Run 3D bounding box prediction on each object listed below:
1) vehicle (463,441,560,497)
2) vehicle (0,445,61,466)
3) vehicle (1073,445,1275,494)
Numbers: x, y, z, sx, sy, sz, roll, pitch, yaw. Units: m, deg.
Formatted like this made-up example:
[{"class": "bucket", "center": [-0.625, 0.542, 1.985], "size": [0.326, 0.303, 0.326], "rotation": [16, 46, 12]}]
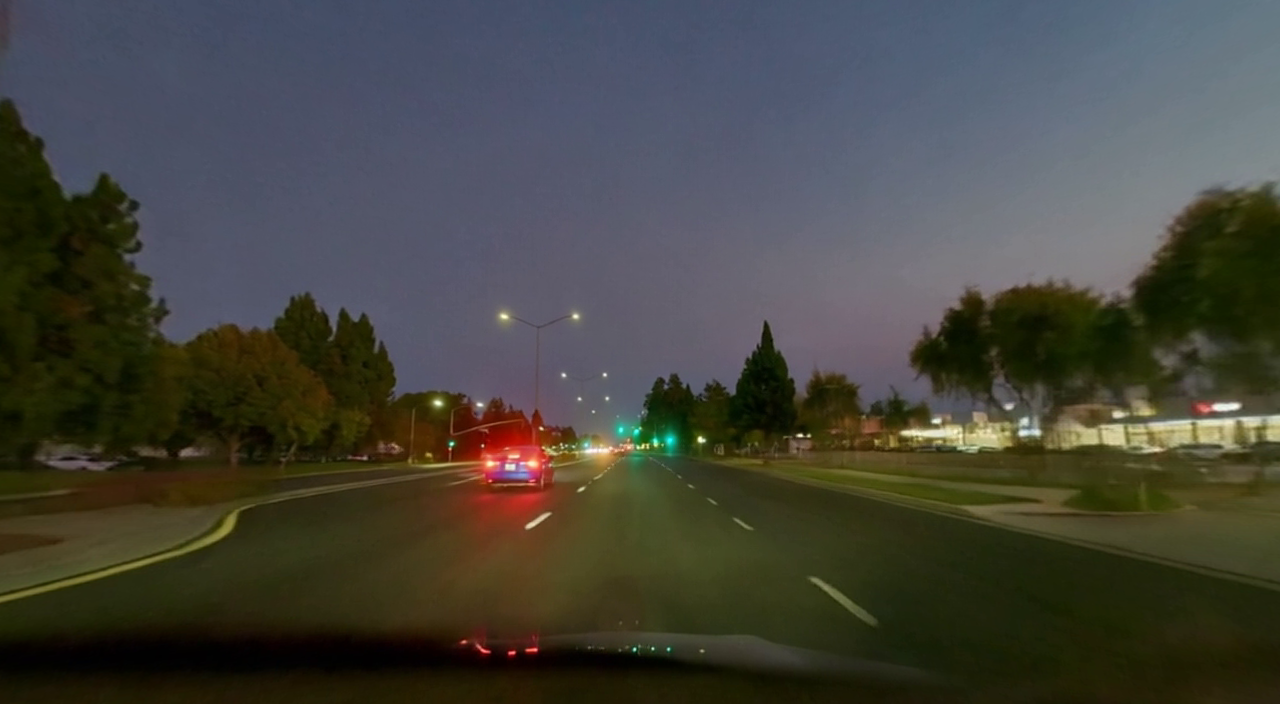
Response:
[{"class": "vehicle", "center": [-3.702, 3.446, 19.047], "size": [2.003, 1.454, 4.484], "rotation": [0, -9, 0]}, {"class": "vehicle", "center": [-46.145, 7.694, 46.727], "size": [4.508, 1.446, 2.058], "rotation": [-1, -9, -1]}, {"class": "vehicle", "center": [16.215, 3.566, 19.381], "size": [4.341, 1.412, 2.035], "rotation": [0, -9, -1]}]
